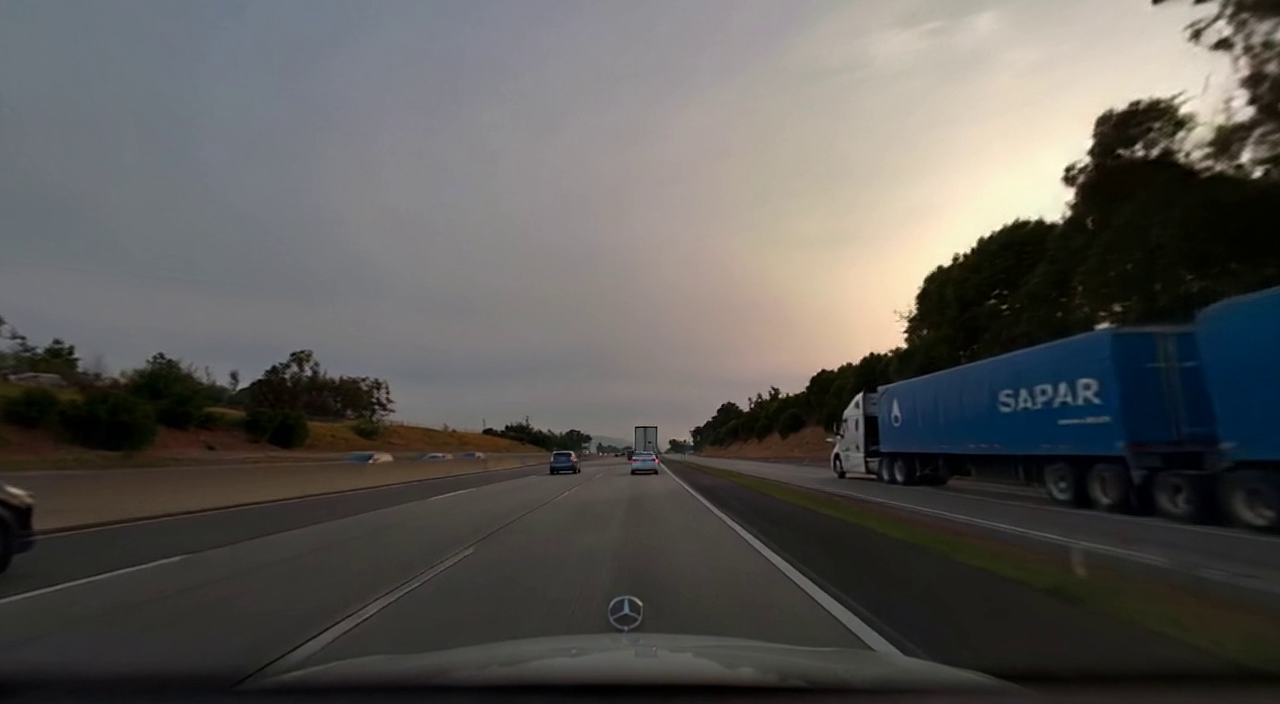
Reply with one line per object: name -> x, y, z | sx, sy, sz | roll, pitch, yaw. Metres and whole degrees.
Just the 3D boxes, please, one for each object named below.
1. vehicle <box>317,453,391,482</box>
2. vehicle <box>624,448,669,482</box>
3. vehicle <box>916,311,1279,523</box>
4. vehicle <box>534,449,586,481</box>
vehicle -> -15.190, 6.141, 33.722 | 1.973, 1.398, 4.136 | 0, -9, 1
vehicle -> 0.259, 5.340, 29.907 | 1.991, 1.507, 3.391 | 0, -9, -1
vehicle -> 11.478, 1.976, 17.129 | 3.020, 4.143, 9.468 | 0, -9, -4
vehicle -> -4.031, 5.762, 32.438 | 2.018, 1.504, 4.431 | 0, -9, 1
